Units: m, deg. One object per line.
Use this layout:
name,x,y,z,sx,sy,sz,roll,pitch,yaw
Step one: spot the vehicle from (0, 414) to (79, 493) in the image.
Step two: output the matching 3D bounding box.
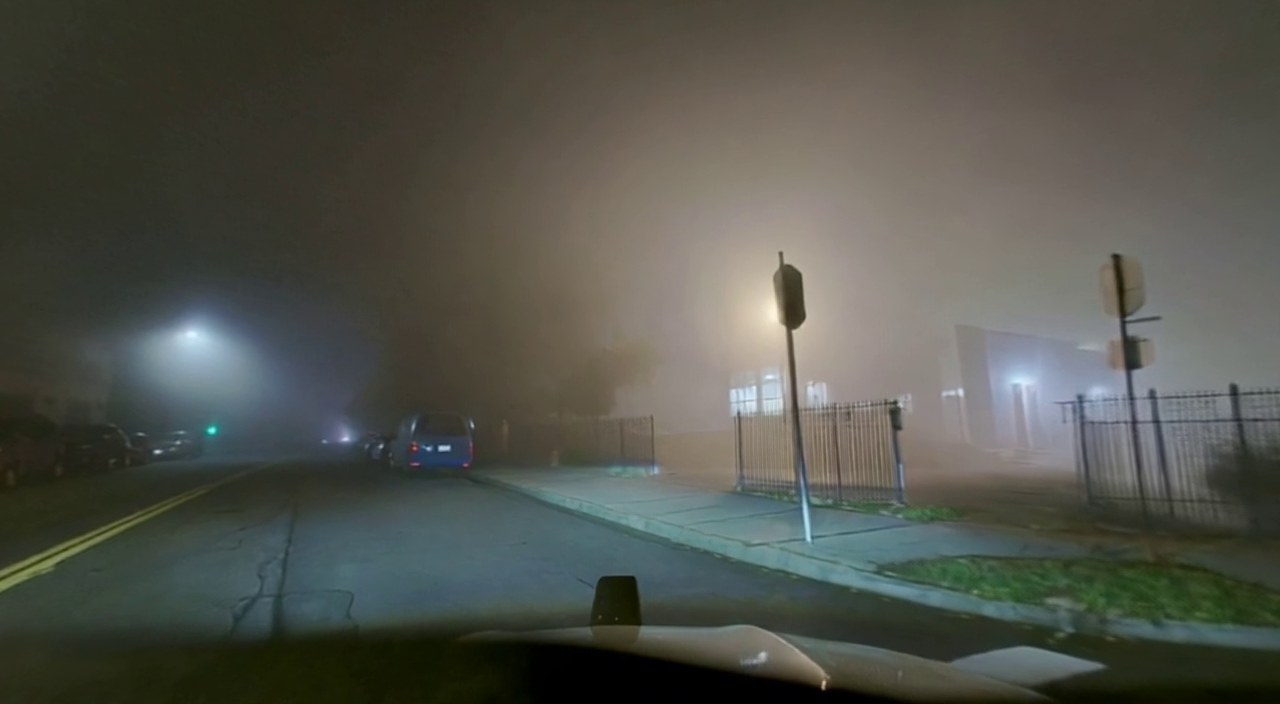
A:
vehicle,-17.133,2.730,17.007,1.857,1.908,4.081,4,-10,-26

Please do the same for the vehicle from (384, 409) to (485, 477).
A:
vehicle,-7.295,3.161,21.913,2.327,2.021,5.850,4,-9,-27

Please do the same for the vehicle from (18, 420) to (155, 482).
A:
vehicle,-19.984,3.590,23.194,2.304,1.937,5.720,2,-9,-26

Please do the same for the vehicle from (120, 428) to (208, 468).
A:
vehicle,-24.843,5.028,33.271,2.504,1.919,5.658,4,-9,-25
